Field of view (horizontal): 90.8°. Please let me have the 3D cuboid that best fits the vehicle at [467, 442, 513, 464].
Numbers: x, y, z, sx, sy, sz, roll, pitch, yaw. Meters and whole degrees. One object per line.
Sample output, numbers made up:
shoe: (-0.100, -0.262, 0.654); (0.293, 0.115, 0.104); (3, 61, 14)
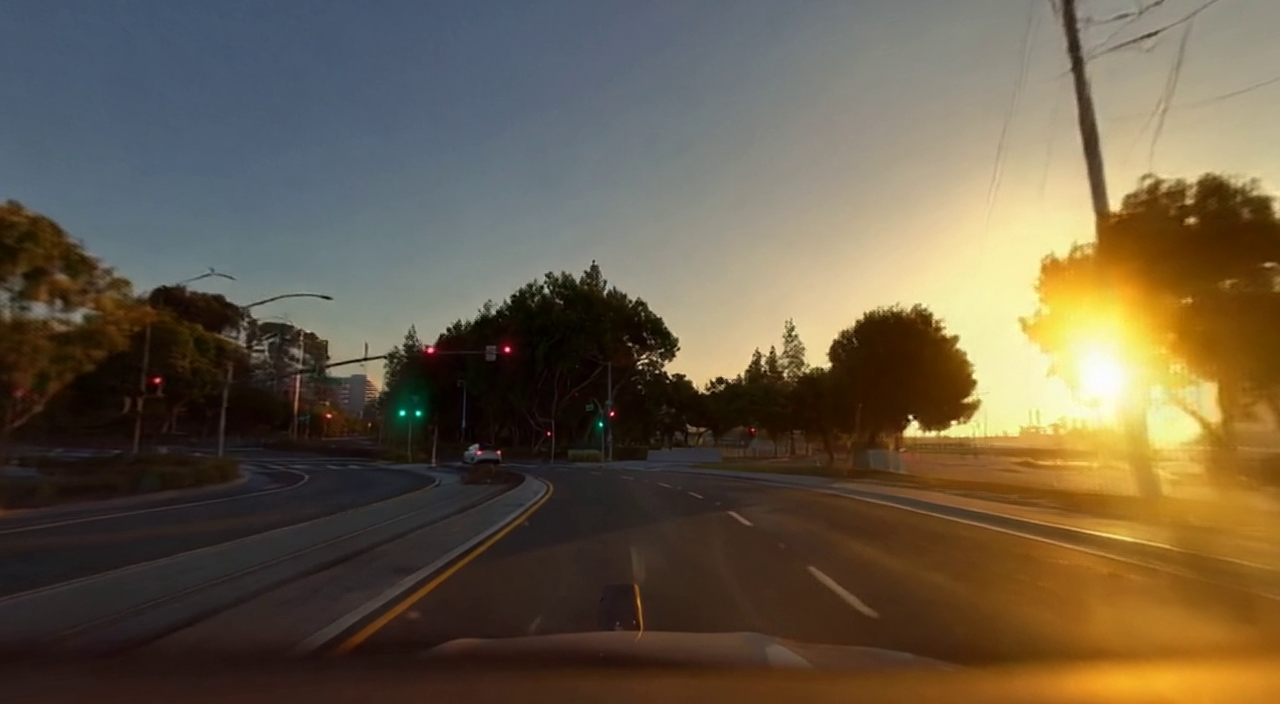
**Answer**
vehicle: (-11.010, 7.379, 46.197); (2.163, 1.537, 4.368); (5, -10, -28)
